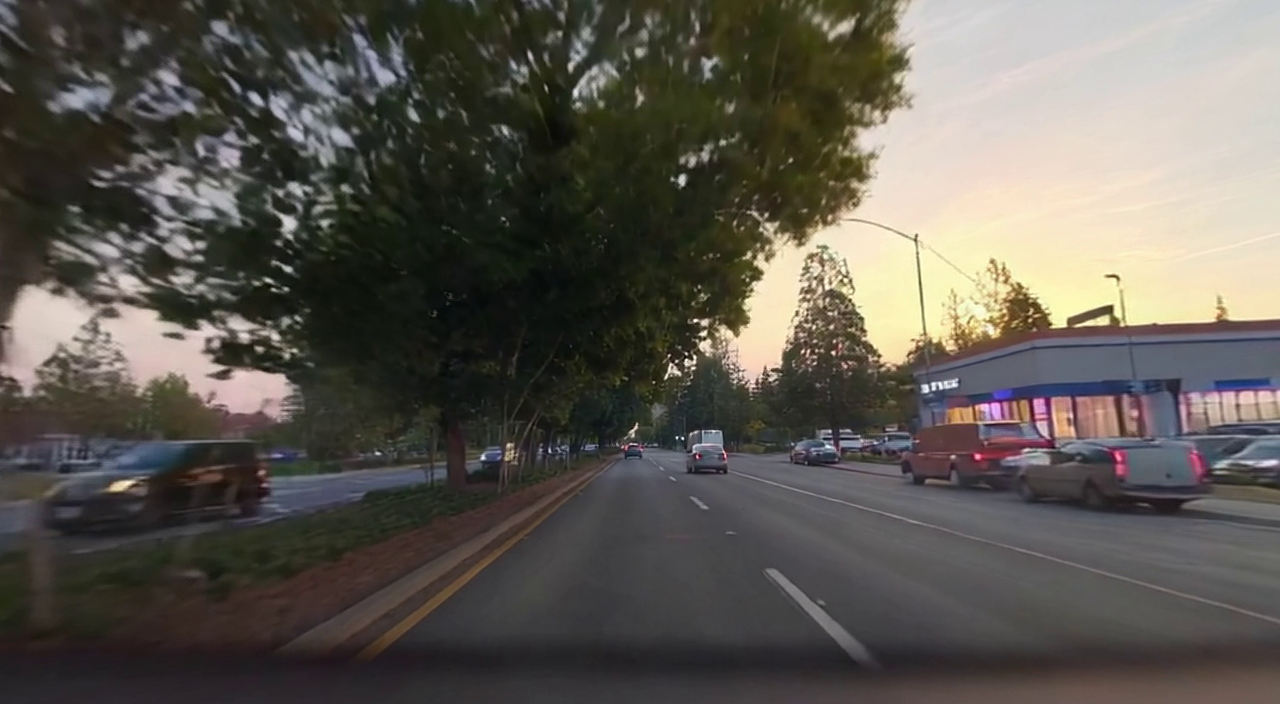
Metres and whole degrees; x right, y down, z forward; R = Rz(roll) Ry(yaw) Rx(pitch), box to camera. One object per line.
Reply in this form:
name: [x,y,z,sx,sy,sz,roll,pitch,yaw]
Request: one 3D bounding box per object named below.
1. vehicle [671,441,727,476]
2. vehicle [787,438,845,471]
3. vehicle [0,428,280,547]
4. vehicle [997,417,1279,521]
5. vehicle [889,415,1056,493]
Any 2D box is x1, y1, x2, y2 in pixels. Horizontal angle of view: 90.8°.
vehicle: [2.653,4.928,29.442,2.099,1.463,4.365,0,-8,-1]
vehicle: [10.233,6.000,37.189,1.987,1.746,4.569,0,-8,-2]
vehicle: [-8.520,2.176,10.866,2.023,1.579,4.526,0,-8,-1]
vehicle: [10.270,2.440,13.727,2.045,1.831,5.000,0,-8,0]
vehicle: [10.266,3.228,20.261,2.154,2.099,5.756,0,-8,-1]
